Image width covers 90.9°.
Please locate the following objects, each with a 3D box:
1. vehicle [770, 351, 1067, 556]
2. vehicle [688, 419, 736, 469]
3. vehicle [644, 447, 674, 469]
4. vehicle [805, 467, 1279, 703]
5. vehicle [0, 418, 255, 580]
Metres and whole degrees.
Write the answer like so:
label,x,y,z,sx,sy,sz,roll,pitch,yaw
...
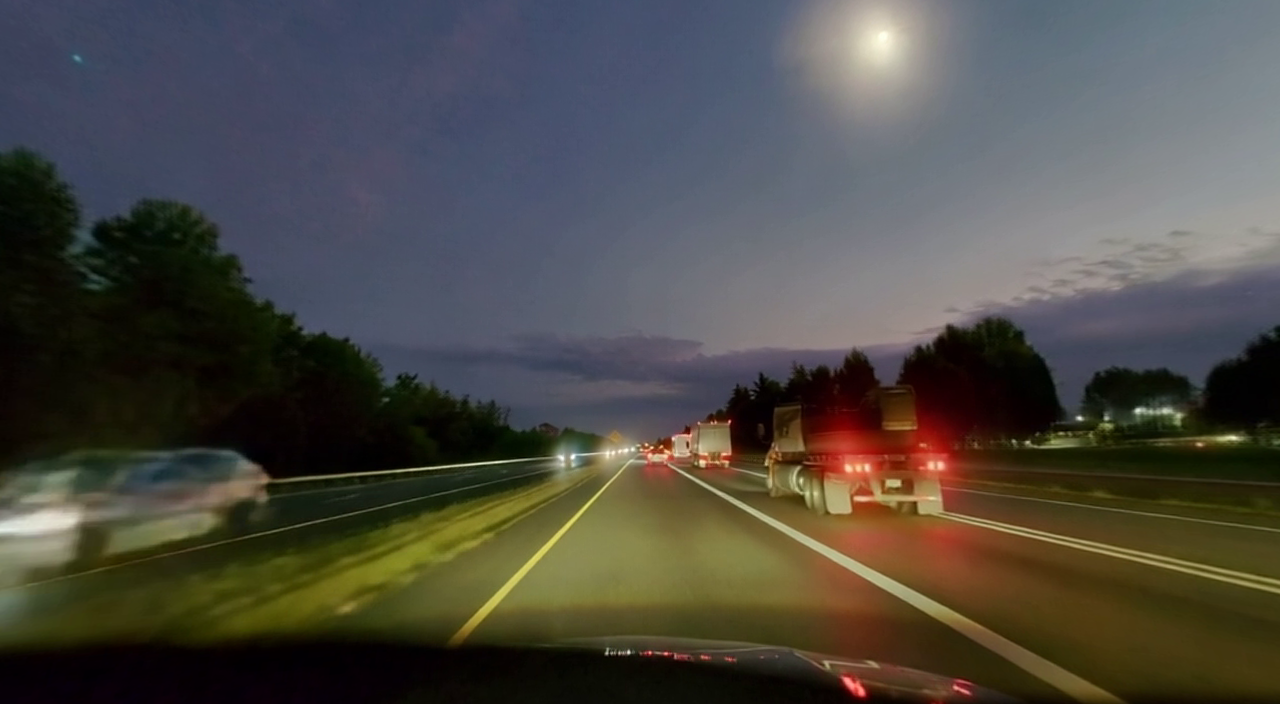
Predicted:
label,x,y,z,sx,sy,sz,roll,pitch,yaw
vehicle,4.407,1.816,11.633,2.569,2.783,5.984,0,-9,-1
vehicle,5.094,6.702,45.804,2.743,3.367,7.306,0,-9,1
vehicle,1.347,7.730,46.024,2.049,1.500,3.790,0,-9,0
vehicle,4.521,1.701,5.392,2.472,1.036,13.239,0,-9,-1
vehicle,-8.971,2.226,10.195,2.174,1.978,5.226,-2,-9,0
